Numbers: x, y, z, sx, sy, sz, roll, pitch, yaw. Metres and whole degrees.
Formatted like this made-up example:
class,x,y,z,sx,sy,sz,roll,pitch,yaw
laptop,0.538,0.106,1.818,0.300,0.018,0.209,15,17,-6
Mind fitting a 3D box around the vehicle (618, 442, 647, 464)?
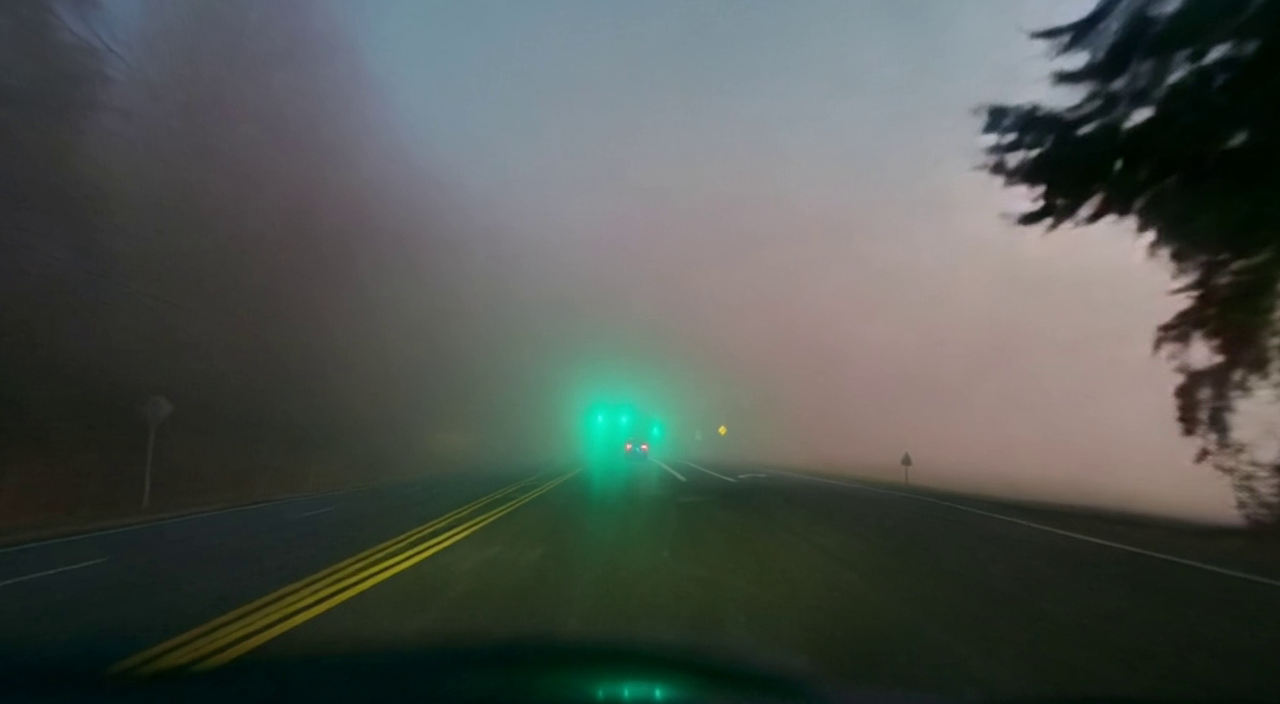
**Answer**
class,x,y,z,sx,sy,sz,roll,pitch,yaw
vehicle,-0.567,7.397,46.297,2.042,1.489,3.963,0,-9,-1
